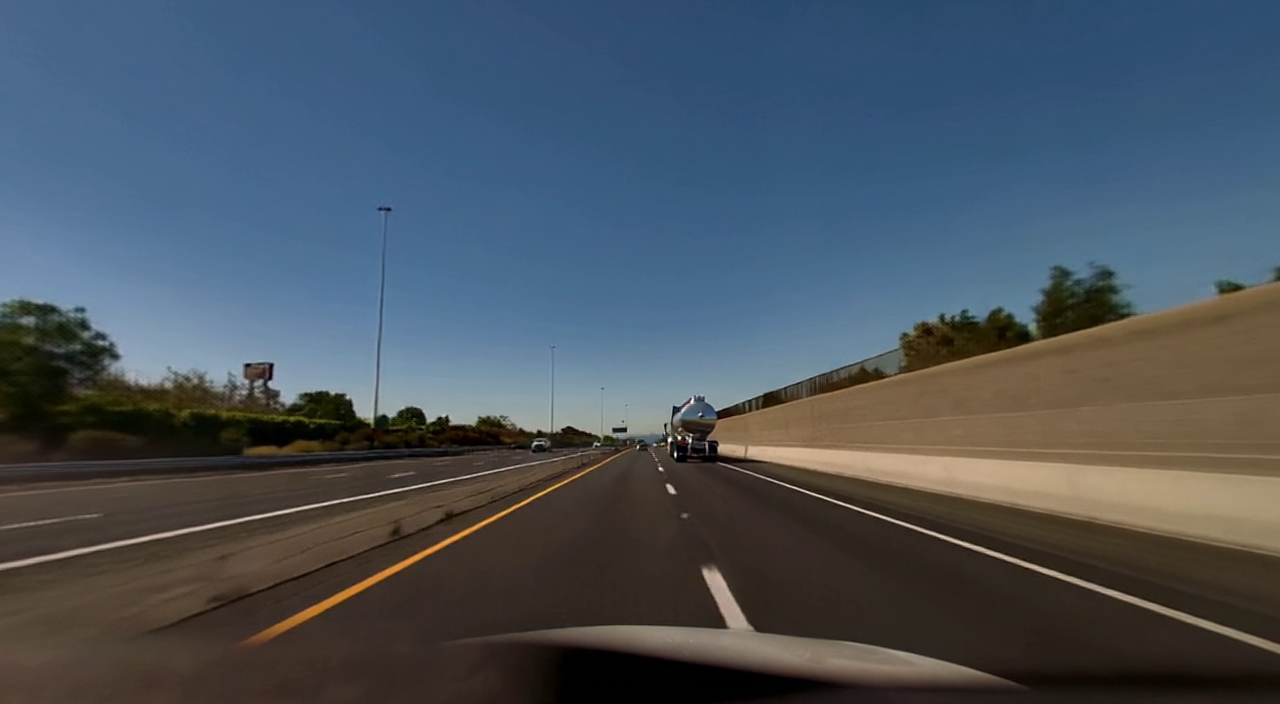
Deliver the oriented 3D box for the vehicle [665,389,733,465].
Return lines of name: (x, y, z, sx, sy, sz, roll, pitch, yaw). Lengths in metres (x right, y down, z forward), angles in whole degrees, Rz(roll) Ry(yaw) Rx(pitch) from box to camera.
vehicle: (3.153, 4.455, 36.805, 2.946, 3.745, 11.516, 0, -8, 0)
